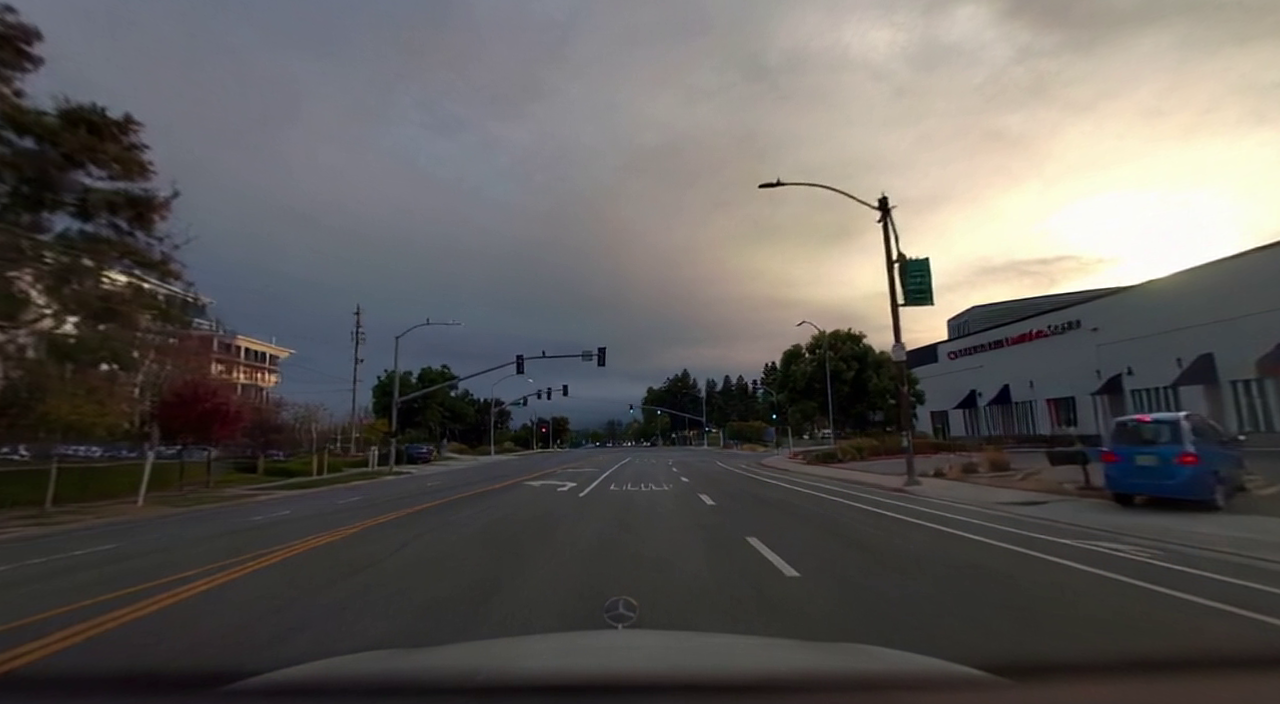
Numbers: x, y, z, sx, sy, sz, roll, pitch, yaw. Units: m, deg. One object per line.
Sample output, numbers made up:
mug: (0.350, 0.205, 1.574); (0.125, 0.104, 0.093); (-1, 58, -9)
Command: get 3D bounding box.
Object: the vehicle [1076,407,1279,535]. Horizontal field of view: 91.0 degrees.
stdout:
vehicle: (10.191, 2.021, 11.163); (4.635, 1.821, 2.087); (5, -10, -30)
